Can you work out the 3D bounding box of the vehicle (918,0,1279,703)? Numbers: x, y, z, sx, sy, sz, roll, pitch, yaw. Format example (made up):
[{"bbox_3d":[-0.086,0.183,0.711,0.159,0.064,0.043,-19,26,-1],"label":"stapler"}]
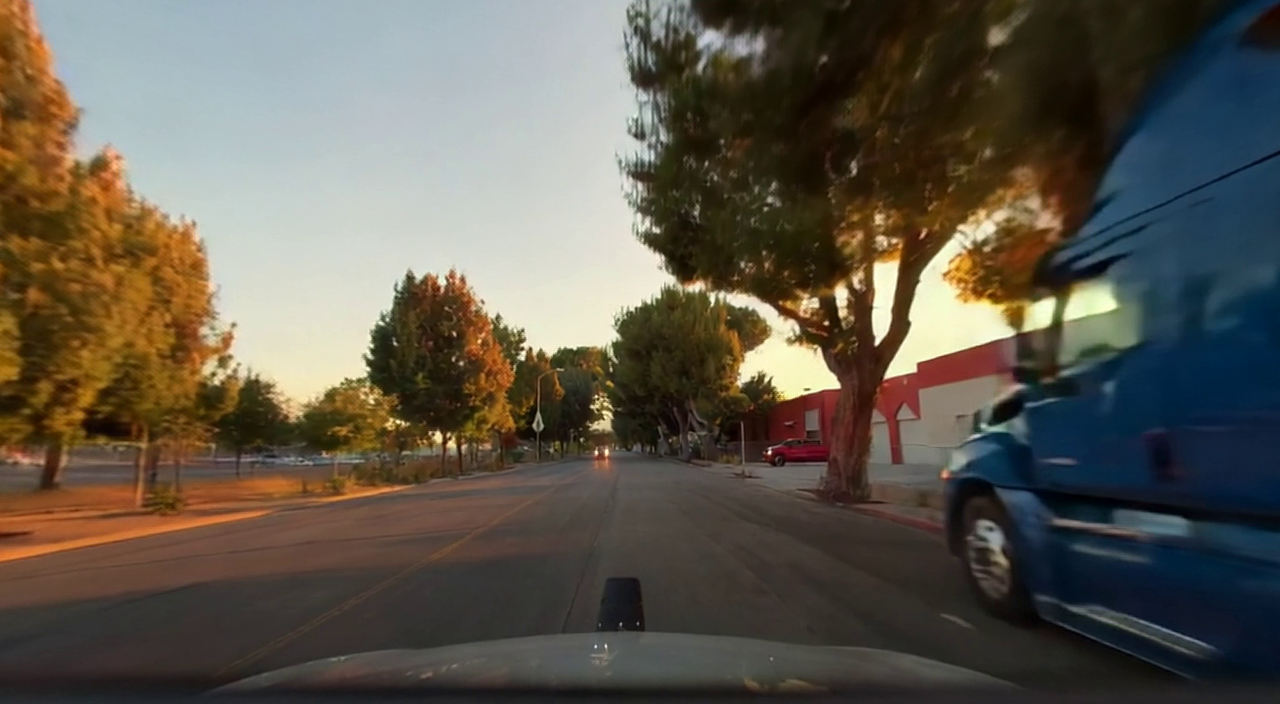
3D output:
[{"bbox_3d":[4.123,0.107,2.479,3.019,3.303,6.252,0,-9,-1],"label":"vehicle"}]

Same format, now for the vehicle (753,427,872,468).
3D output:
[{"bbox_3d":[11.582,6.474,42.867,7.188,2.416,2.528,-1,-9,-2],"label":"vehicle"}]
